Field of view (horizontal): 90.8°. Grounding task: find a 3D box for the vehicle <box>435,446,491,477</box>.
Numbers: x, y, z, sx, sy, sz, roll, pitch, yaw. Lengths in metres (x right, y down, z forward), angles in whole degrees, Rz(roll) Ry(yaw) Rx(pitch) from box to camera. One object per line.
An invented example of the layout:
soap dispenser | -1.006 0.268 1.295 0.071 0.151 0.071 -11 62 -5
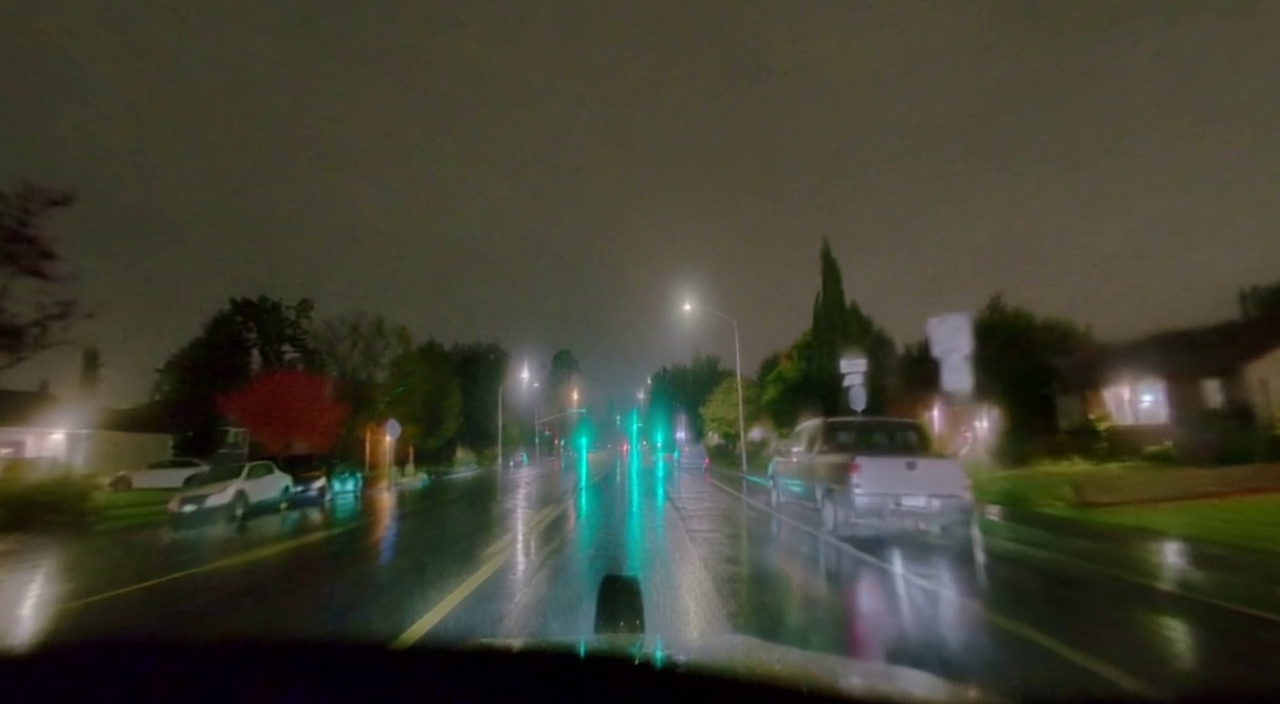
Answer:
vehicle | -11.210 6.933 40.376 2.293 1.836 4.586 0 -8 -1

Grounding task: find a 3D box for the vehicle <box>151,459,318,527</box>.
vehicle | -11.094 3.828 17.764 1.815 1.532 4.517 0 -8 -2

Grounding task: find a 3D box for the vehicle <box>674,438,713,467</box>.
vehicle | 3.566 6.832 43.166 2.176 1.793 5.534 0 -8 -1

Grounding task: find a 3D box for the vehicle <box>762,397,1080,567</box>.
vehicle | 3.826 1.937 10.319 2.319 1.938 5.961 0 -8 -1

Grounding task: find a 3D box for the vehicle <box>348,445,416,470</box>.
vehicle | -20.298 8.336 49.843 4.398 1.902 2.043 0 -8 1

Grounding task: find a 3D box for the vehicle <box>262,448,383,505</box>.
vehicle | -11.126 4.353 22.607 1.981 1.790 4.682 0 -8 -1
